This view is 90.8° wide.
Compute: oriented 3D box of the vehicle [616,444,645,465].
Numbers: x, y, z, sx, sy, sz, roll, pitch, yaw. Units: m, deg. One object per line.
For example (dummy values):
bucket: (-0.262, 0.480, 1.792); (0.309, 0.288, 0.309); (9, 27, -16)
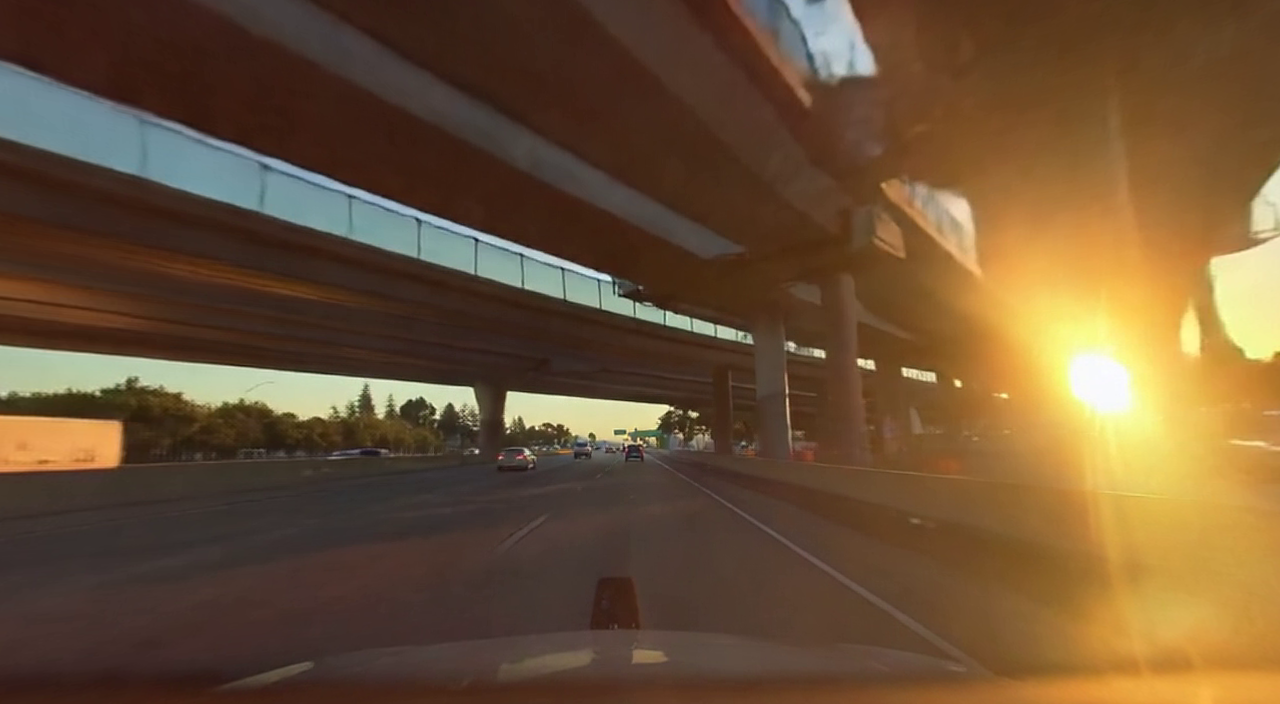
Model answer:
vehicle: (-0.673, 7.465, 46.126); (2.051, 1.459, 4.092); (0, -8, -1)

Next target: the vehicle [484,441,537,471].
vehicle: (-7.292, 5.908, 36.040); (2.128, 1.604, 4.279); (0, -8, 0)

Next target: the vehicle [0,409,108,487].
vehicle: (-28.853, 3.922, 25.860); (2.805, 3.309, 13.063); (0, -8, 0)
